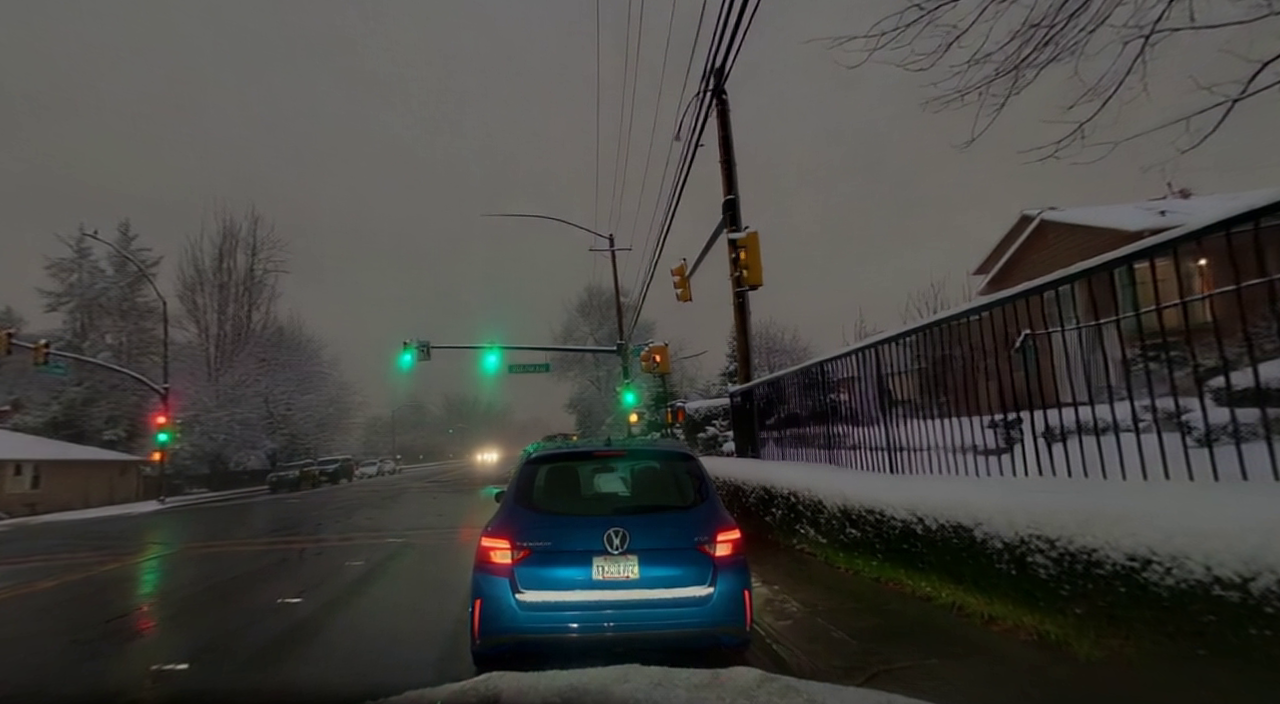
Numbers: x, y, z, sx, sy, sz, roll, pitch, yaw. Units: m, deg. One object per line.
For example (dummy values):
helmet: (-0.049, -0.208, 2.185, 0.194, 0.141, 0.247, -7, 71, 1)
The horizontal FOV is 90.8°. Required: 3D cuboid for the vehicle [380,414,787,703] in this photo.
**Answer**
vehicle: (-0.491, 1.344, 5.059, 2.024, 1.502, 3.702, 1, -9, -8)
